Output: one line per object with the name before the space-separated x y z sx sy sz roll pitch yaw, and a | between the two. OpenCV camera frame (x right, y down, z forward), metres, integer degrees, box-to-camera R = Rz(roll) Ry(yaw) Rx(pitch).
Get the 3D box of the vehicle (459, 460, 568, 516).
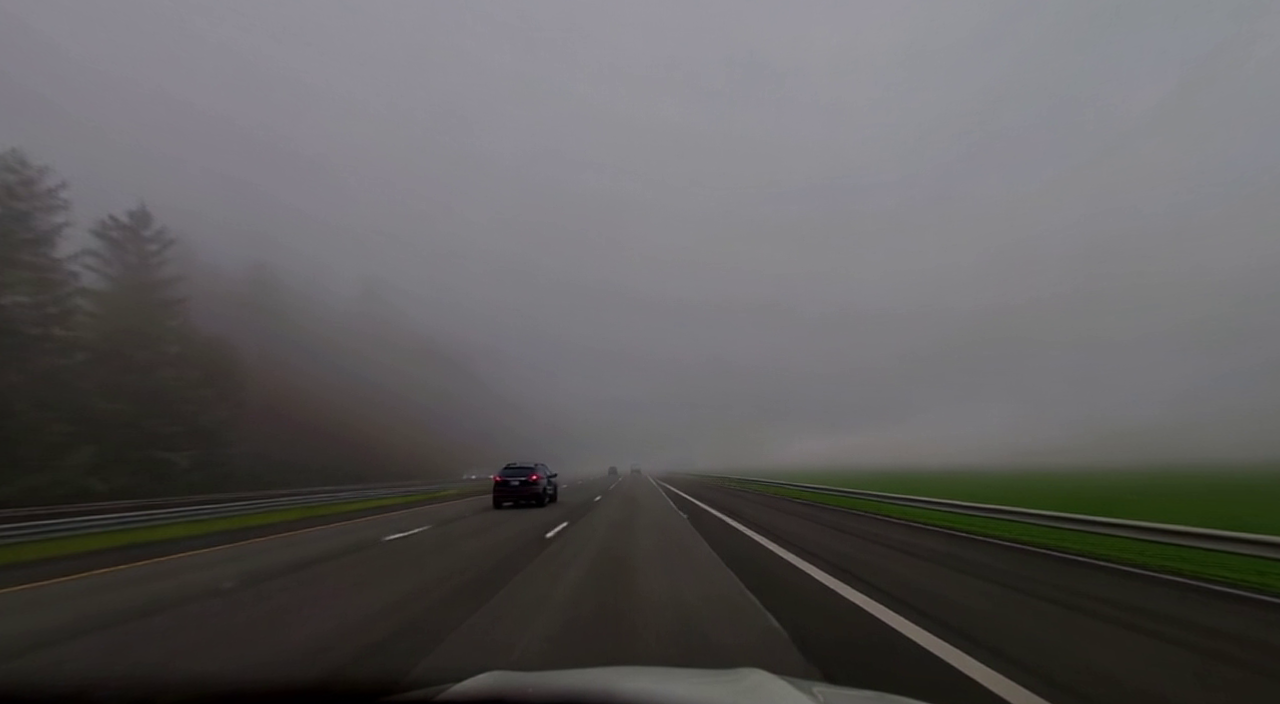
vehicle | -3.604 4.014 18.922 2.183 1.435 4.653 0 -10 1
